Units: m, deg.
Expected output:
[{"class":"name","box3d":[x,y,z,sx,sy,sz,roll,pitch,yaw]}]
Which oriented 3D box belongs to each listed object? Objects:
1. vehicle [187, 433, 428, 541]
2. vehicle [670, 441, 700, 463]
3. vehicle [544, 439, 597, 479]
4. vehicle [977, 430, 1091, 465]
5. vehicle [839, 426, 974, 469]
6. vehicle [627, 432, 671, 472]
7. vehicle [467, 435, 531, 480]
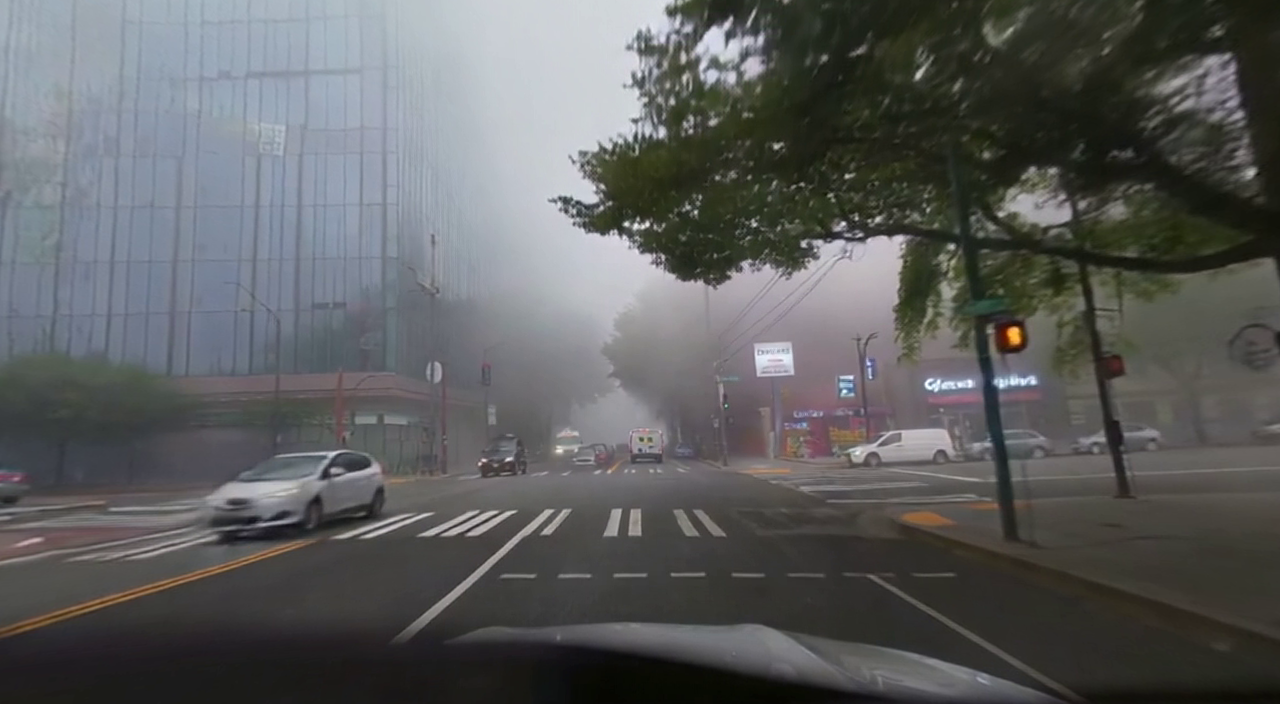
[{"class":"vehicle","box3d":[-5.730,2.347,11.761,2.089,1.578,4.571,0,-8,-2]},{"class":"vehicle","box3d":[3.450,7.756,49.023,1.934,1.633,4.271,0,-8,-1]},{"class":"vehicle","box3d":[-3.050,4.772,28.505,2.026,1.616,4.109,-1,-8,-2]},{"class":"vehicle","box3d":[19.039,4.628,30.643,4.161,1.586,1.992,0,-8,-1]},{"class":"vehicle","box3d":[11.644,4.225,27.967,4.966,1.826,2.209,-1,-8,7]},{"class":"vehicle","box3d":[0.396,5.117,32.541,2.127,1.893,4.194,0,-8,-1]},{"class":"vehicle","box3d":[-6.676,5.025,30.450,2.090,1.975,4.657,0,-8,-1]}]
